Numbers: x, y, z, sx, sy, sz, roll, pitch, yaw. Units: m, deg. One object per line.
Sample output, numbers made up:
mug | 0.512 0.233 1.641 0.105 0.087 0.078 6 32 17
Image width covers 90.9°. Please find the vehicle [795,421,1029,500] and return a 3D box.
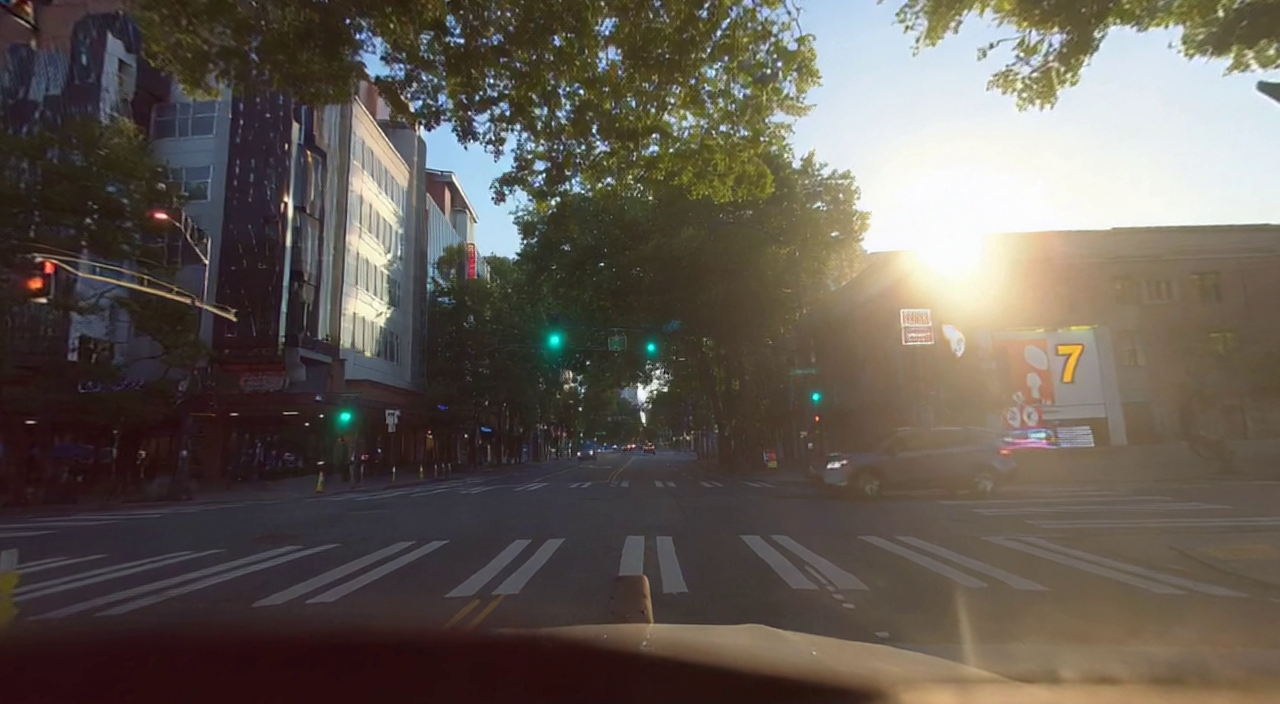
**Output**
vehicle | 6.518 2.658 15.603 4.836 1.795 1.957 0 -8 1
